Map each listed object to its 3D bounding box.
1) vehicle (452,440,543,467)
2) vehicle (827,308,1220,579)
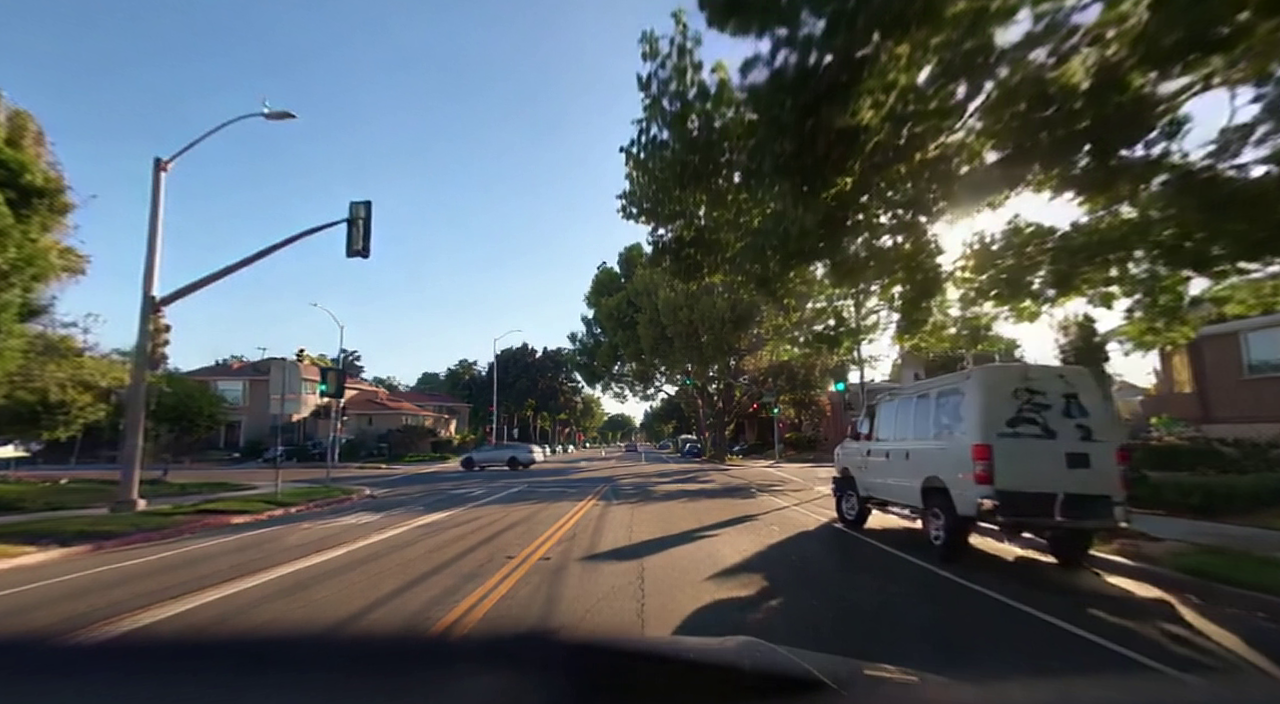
[{"bbox_3d":[-7.918,5.663,35.288,4.606,1.452,1.917,0,-9,2],"label":"vehicle"},{"bbox_3d":[4.693,1.277,9.036,2.398,2.806,4.857,0,-8,-1],"label":"vehicle"}]
